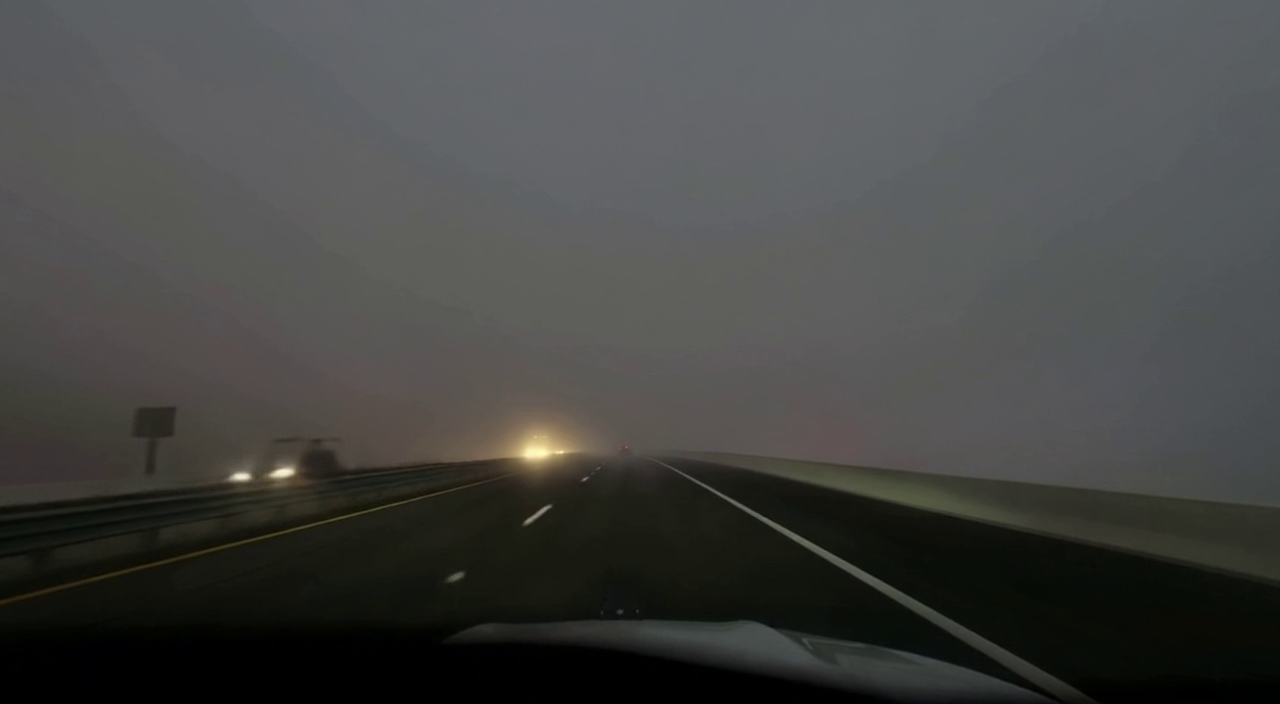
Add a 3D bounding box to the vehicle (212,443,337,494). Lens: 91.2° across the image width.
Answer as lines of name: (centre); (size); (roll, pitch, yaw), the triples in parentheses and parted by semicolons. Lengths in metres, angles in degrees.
vehicle: (-13.082, 4.162, 22.822); (1.996, 1.607, 4.589); (0, -9, -3)
